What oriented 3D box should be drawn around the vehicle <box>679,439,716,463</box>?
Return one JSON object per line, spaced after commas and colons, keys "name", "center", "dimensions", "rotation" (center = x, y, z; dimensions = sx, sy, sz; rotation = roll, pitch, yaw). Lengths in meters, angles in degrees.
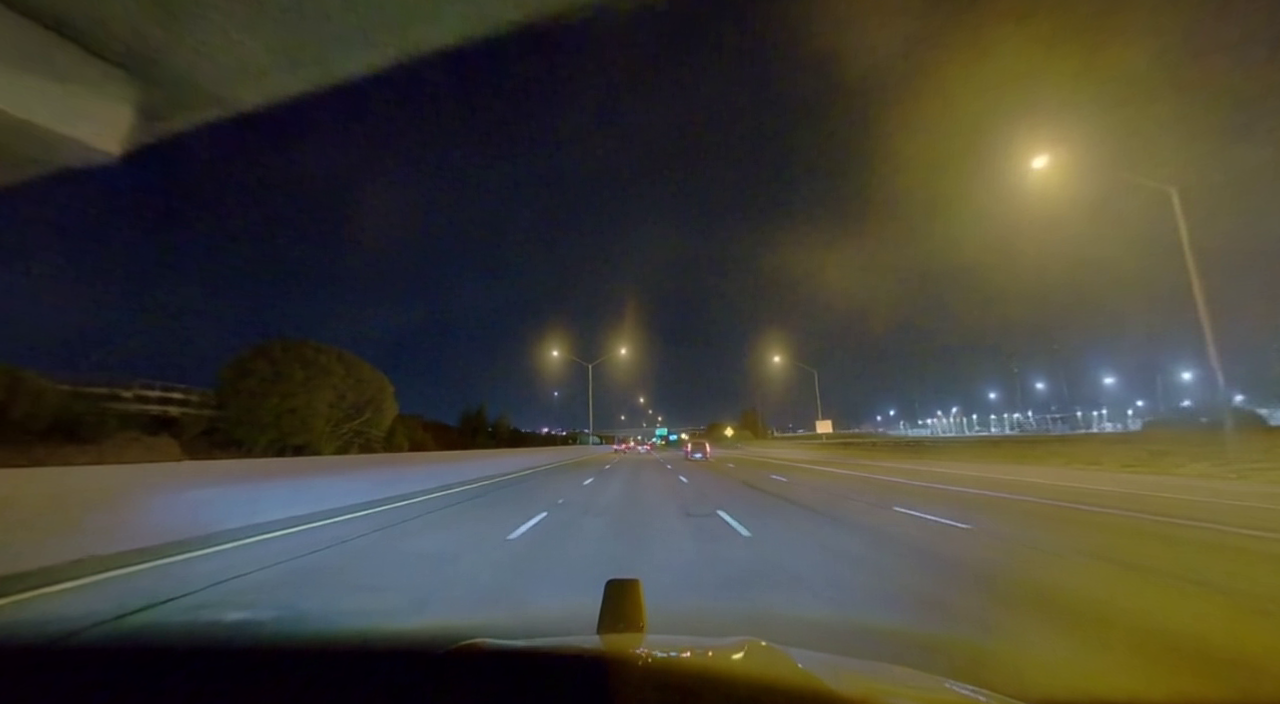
{"name": "vehicle", "center": [3.679, 6.443, 41.189], "dimensions": [1.949, 1.515, 4.374], "rotation": [0, -8, -1]}
